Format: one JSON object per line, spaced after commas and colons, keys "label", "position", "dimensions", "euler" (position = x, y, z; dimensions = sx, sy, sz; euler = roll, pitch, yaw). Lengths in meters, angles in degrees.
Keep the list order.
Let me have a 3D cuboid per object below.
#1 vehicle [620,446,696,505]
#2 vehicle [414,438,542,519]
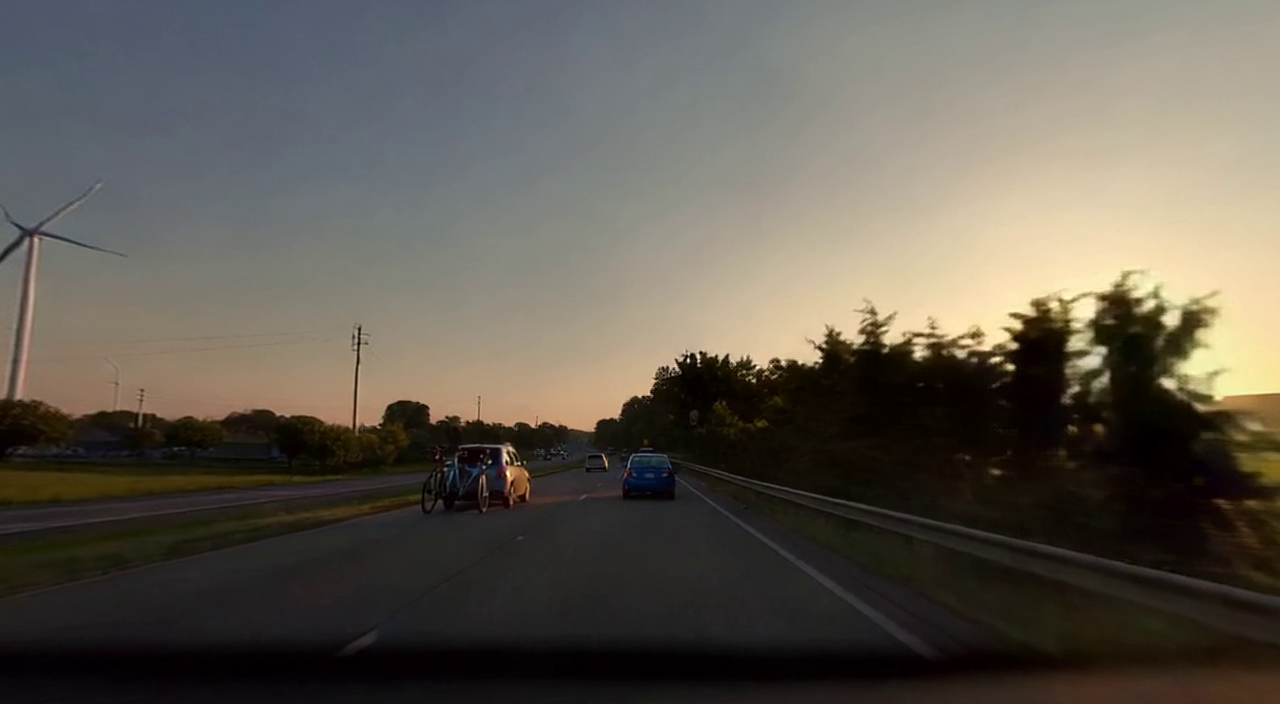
{"label": "vehicle", "position": [0.457, 3.654, 19.068], "dimensions": [2.063, 1.582, 3.955], "euler": [0, -9, -1]}
{"label": "vehicle", "position": [-3.755, 2.997, 15.396], "dimensions": [1.962, 1.681, 4.033], "euler": [0, -9, 1]}
